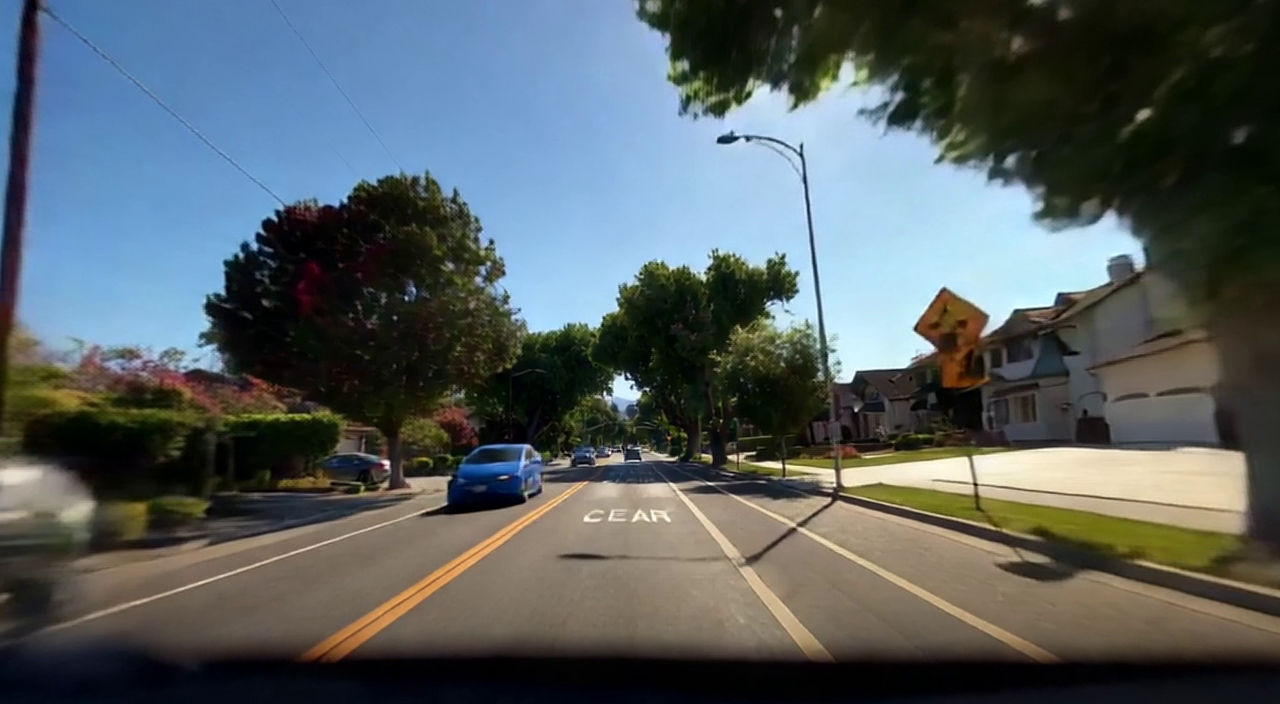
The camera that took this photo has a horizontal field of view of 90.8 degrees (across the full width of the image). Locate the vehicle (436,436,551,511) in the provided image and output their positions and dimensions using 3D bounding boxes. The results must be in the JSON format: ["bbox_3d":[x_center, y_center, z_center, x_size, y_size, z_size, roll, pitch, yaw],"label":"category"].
[{"bbox_3d":[-3.675,3.108,16.761,2.090,1.689,4.232,0,-8,-1],"label":"vehicle"}]

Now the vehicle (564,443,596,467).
[{"bbox_3d":[-4.601,7.981,49.078,2.055,1.757,4.494,0,-8,-1],"label":"vehicle"}]

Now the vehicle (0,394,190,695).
[{"bbox_3d":[-4.989,1.042,2.810,2.059,1.840,5.317,0,-8,0],"label":"vehicle"}]

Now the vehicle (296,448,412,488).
[{"bbox_3d":[-13.936,5.673,31.077,4.607,1.772,2.261,0,-8,-1],"label":"vehicle"}]
